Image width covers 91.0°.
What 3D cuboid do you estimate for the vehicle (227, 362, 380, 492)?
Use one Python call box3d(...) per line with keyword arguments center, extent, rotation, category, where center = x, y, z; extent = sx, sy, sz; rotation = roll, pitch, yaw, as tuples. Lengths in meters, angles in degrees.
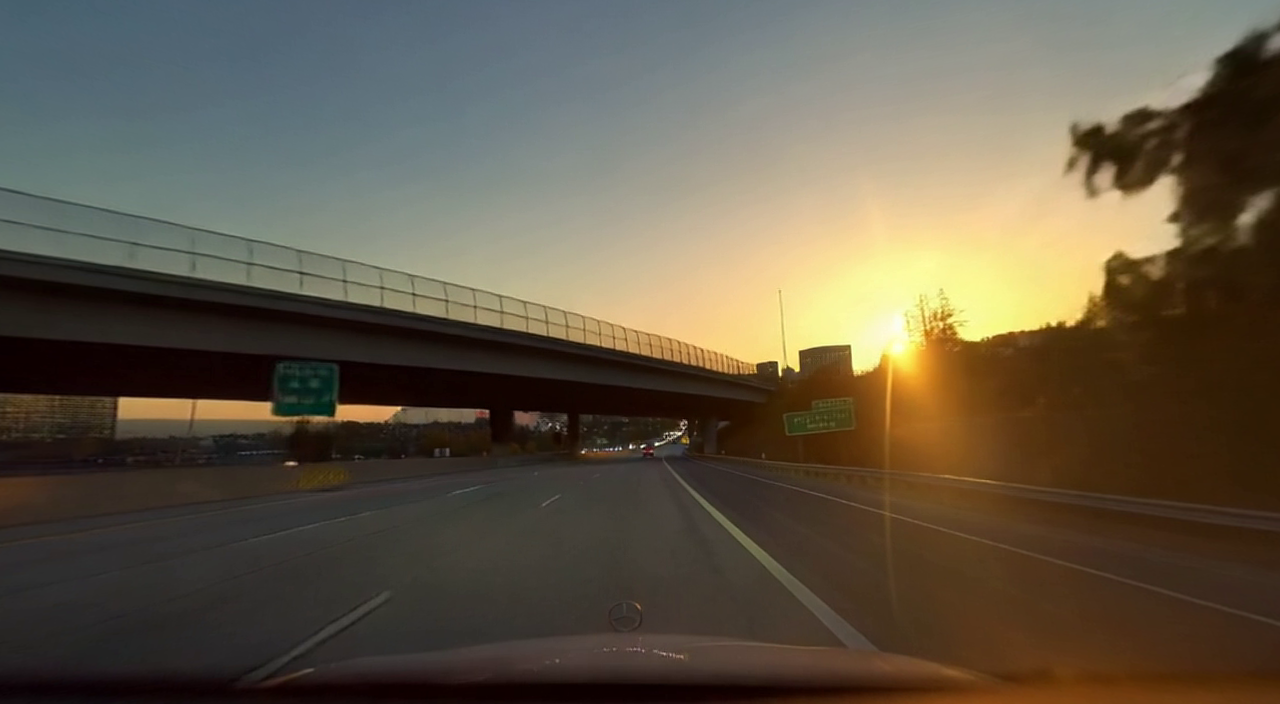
box3d(center=(-11.064, 2.551, 21.178), extent=(2.818, 3.939, 3.780), rotation=(0, -9, 1), category="vehicle")
